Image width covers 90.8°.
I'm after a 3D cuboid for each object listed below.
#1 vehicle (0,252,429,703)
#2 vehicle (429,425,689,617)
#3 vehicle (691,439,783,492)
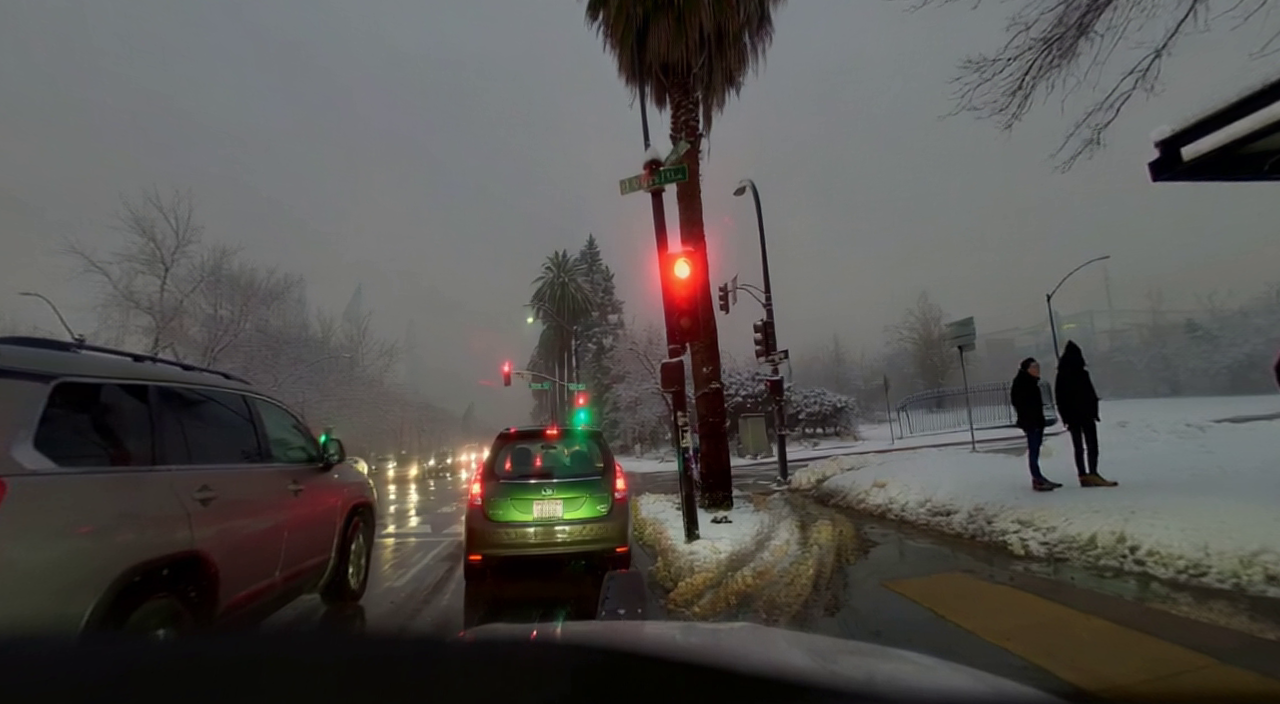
[{"bbox_3d":[-2.816,0.972,3.667,2.098,1.851,4.571,1,-9,-7],"label":"vehicle"},{"bbox_3d":[-1.004,1.653,7.240,2.065,1.467,4.289,1,-9,-11],"label":"vehicle"},{"bbox_3d":[4.899,5.756,32.205,3.986,1.636,1.903,10,5,-9],"label":"vehicle"}]
